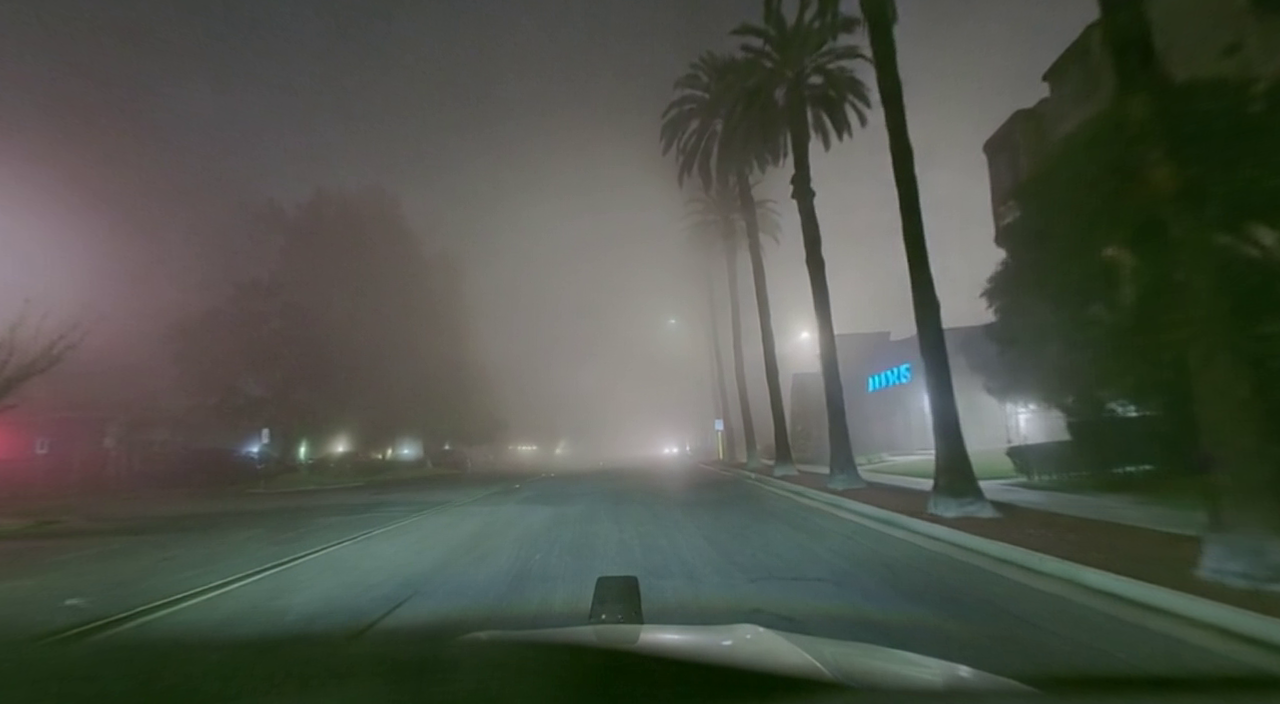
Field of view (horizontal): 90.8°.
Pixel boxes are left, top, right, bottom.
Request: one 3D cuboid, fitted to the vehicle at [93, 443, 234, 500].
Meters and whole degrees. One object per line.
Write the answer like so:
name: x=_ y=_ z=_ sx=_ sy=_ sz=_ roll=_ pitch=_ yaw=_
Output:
vehicle: x=-17.602 y=4.338 z=23.318 sx=4.651 sy=1.863 sz=2.174 roll=-5 pitch=-10 yaw=27
